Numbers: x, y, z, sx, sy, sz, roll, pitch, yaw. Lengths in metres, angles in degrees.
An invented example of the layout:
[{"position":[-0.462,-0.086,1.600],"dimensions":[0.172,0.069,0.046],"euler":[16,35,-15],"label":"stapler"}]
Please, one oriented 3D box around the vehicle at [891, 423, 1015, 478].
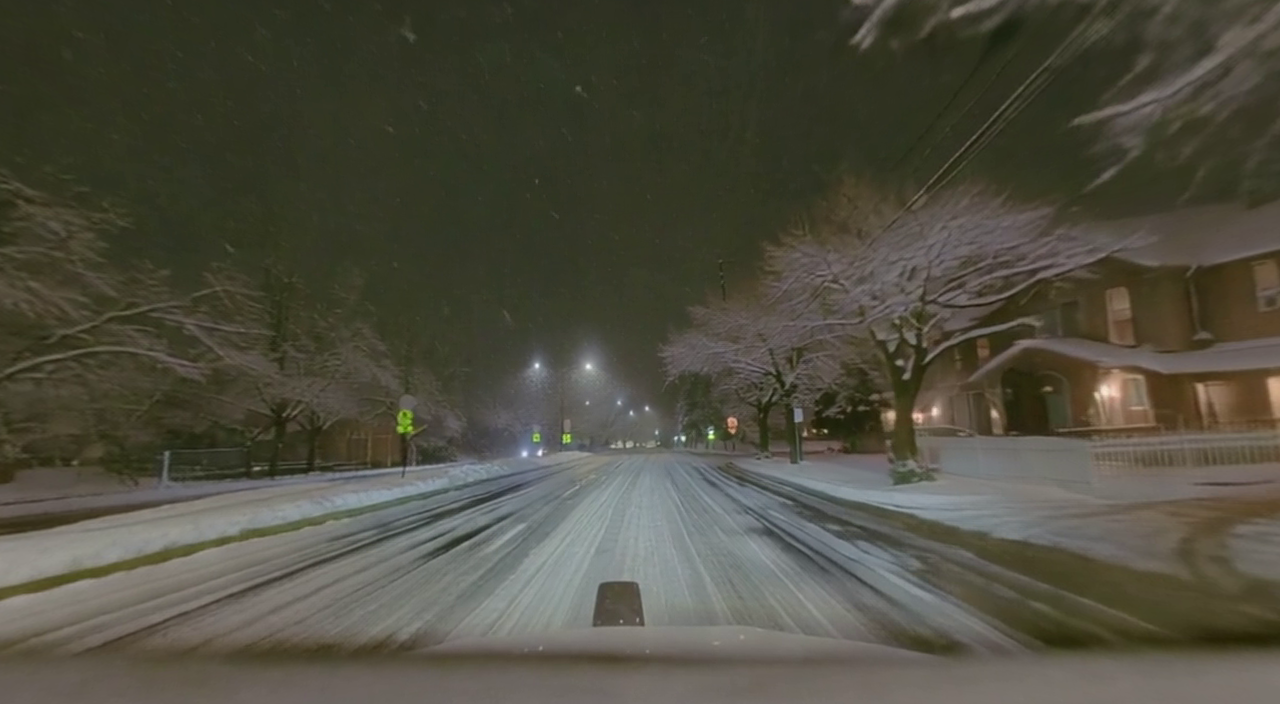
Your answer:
[{"position":[10.551,3.363,21.720],"dimensions":[1.938,1.695,4.296],"euler":[0,-8,-2],"label":"vehicle"}]
